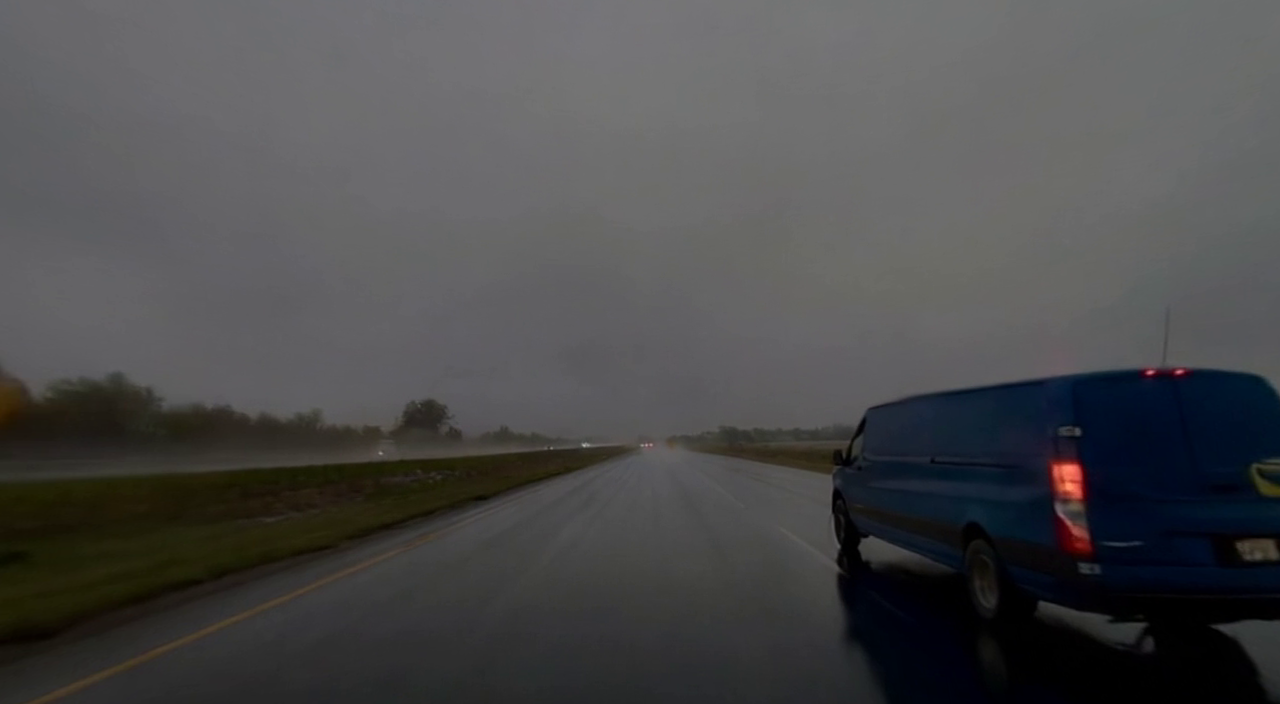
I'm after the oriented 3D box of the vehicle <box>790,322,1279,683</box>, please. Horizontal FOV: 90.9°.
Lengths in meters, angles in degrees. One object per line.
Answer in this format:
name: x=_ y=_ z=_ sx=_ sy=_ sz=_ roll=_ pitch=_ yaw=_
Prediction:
vehicle: x=4.077 y=1.374 z=7.363 sx=2.686 sy=2.043 sz=7.449 roll=0 pitch=-8 yaw=-1
